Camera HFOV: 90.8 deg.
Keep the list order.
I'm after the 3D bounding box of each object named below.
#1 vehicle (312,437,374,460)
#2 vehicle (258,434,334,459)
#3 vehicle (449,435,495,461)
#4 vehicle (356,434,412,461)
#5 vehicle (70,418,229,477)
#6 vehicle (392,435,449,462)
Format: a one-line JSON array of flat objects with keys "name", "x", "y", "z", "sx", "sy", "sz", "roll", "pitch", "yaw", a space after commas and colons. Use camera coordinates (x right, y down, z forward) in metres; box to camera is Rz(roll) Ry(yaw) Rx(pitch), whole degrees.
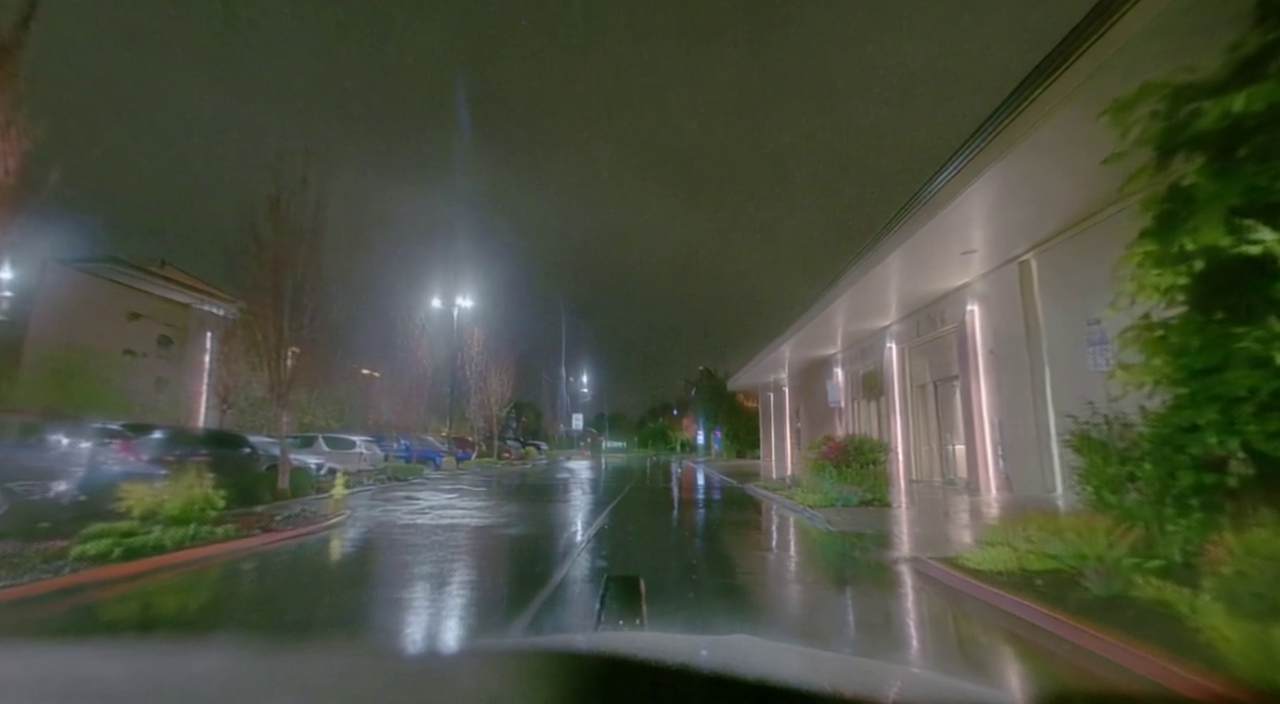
[{"name": "vehicle", "x": -19.500, "y": 6.350, "z": 41.619, "sx": 1.909, "sy": 1.474, "sz": 3.908, "roll": -1, "pitch": -8, "yaw": 5}, {"name": "vehicle", "x": -22.546, "y": 6.229, "z": 41.550, "sx": 1.773, "sy": 1.498, "sz": 4.085, "roll": 0, "pitch": -9, "yaw": 20}, {"name": "vehicle", "x": -11.085, "y": 6.387, "z": 41.993, "sx": 1.892, "sy": 1.597, "sz": 4.259, "roll": 0, "pitch": -8, "yaw": 0}, {"name": "vehicle", "x": -16.760, "y": 6.258, "z": 41.506, "sx": 1.902, "sy": 1.645, "sz": 3.903, "roll": 0, "pitch": -8, "yaw": 2}, {"name": "vehicle", "x": -17.769, "y": 3.508, "z": 23.238, "sx": 1.972, "sy": 1.923, "sz": 4.535, "roll": -1, "pitch": -8, "yaw": 3}, {"name": "vehicle", "x": -14.258, "y": 6.296, "z": 41.345, "sx": 1.928, "sy": 1.613, "sz": 4.197, "roll": -1, "pitch": -8, "yaw": 5}]
